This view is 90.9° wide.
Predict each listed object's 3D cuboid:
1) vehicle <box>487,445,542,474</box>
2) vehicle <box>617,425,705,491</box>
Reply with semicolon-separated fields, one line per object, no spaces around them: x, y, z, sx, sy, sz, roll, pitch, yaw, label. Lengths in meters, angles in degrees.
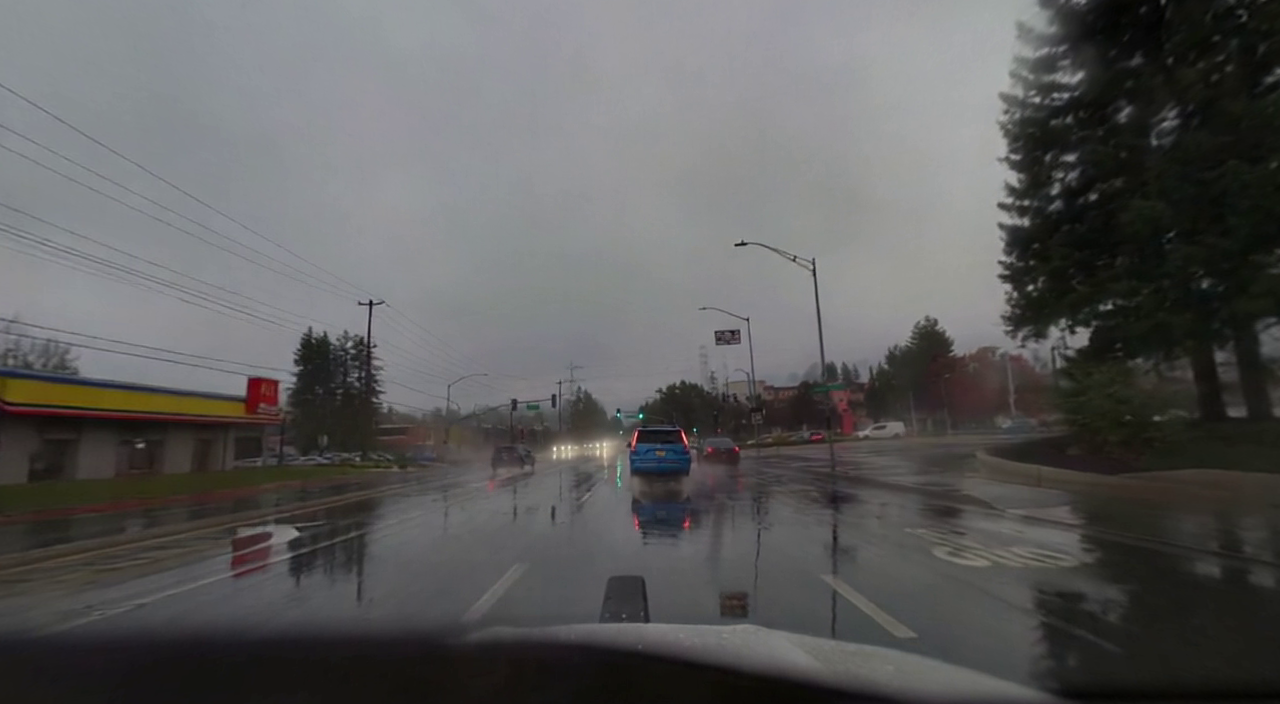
-6.628;5.711;33.852;1.966;1.461;4.422;0;-8;1;vehicle
0.584;3.390;20.630;2.513;1.854;5.235;0;-8;0;vehicle
